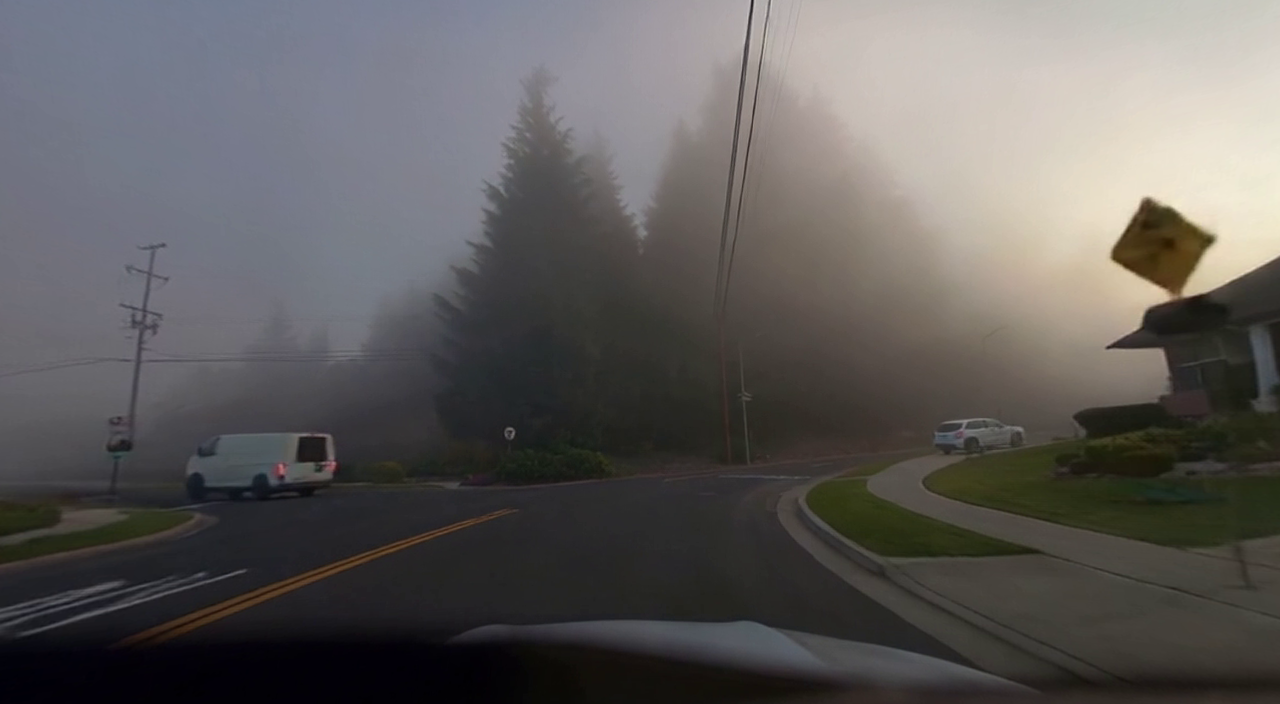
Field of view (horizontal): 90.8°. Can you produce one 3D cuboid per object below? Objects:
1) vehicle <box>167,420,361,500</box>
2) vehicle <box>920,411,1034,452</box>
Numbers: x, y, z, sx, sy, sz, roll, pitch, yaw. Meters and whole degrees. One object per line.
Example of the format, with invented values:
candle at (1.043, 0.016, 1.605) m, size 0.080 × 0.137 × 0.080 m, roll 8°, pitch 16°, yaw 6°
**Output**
vehicle at (-16.159, 4.581, 27.172) m, size 7.559 × 3.058 × 2.929 m, roll -3°, pitch -9°, yaw 21°
vehicle at (18.493, 4.469, 34.864) m, size 2.056 × 2.014 × 5.011 m, roll 7°, pitch -12°, yaw -42°
